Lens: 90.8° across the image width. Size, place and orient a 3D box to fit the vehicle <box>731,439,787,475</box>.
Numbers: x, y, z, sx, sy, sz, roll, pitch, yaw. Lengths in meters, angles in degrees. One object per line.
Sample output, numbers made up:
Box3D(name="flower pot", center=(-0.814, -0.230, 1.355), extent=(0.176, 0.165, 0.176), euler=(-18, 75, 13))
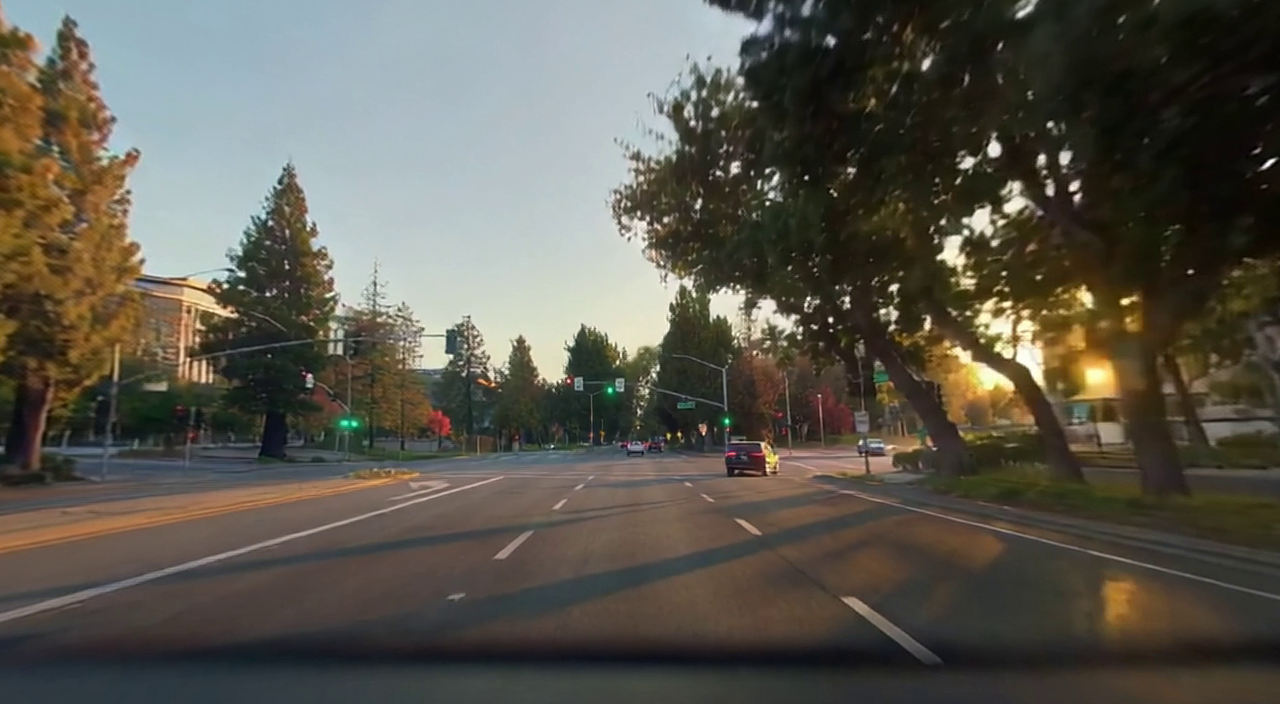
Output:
Box3D(name="vehicle", center=(6.172, 5.348, 32.316), extent=(2.289, 1.503, 4.595), euler=(2, -8, 17))
